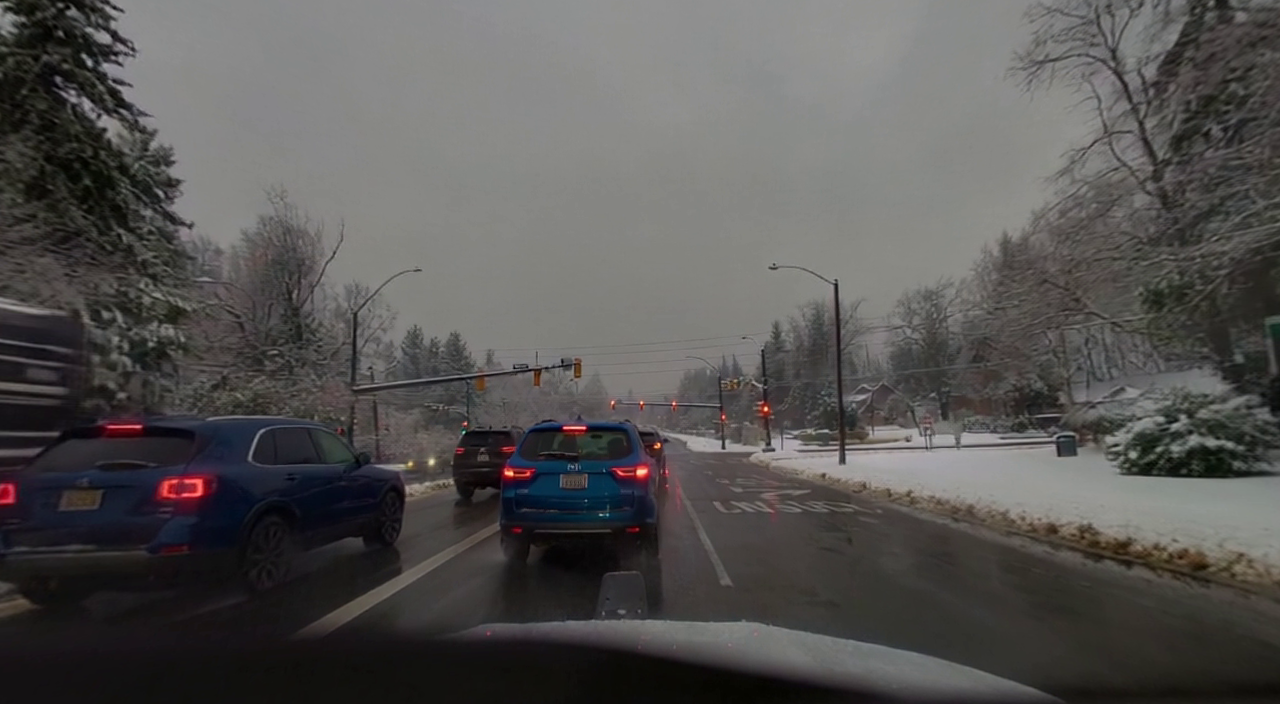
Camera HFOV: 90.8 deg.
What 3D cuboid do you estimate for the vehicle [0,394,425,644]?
[{"bbox_3d":[-4.073,1.458,6.580,2.009,1.673,4.454,0,-8,1],"label":"vehicle"}]

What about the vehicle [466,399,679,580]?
[{"bbox_3d":[-0.583,1.740,8.883,2.131,1.793,5.016,0,-8,2],"label":"vehicle"}]
